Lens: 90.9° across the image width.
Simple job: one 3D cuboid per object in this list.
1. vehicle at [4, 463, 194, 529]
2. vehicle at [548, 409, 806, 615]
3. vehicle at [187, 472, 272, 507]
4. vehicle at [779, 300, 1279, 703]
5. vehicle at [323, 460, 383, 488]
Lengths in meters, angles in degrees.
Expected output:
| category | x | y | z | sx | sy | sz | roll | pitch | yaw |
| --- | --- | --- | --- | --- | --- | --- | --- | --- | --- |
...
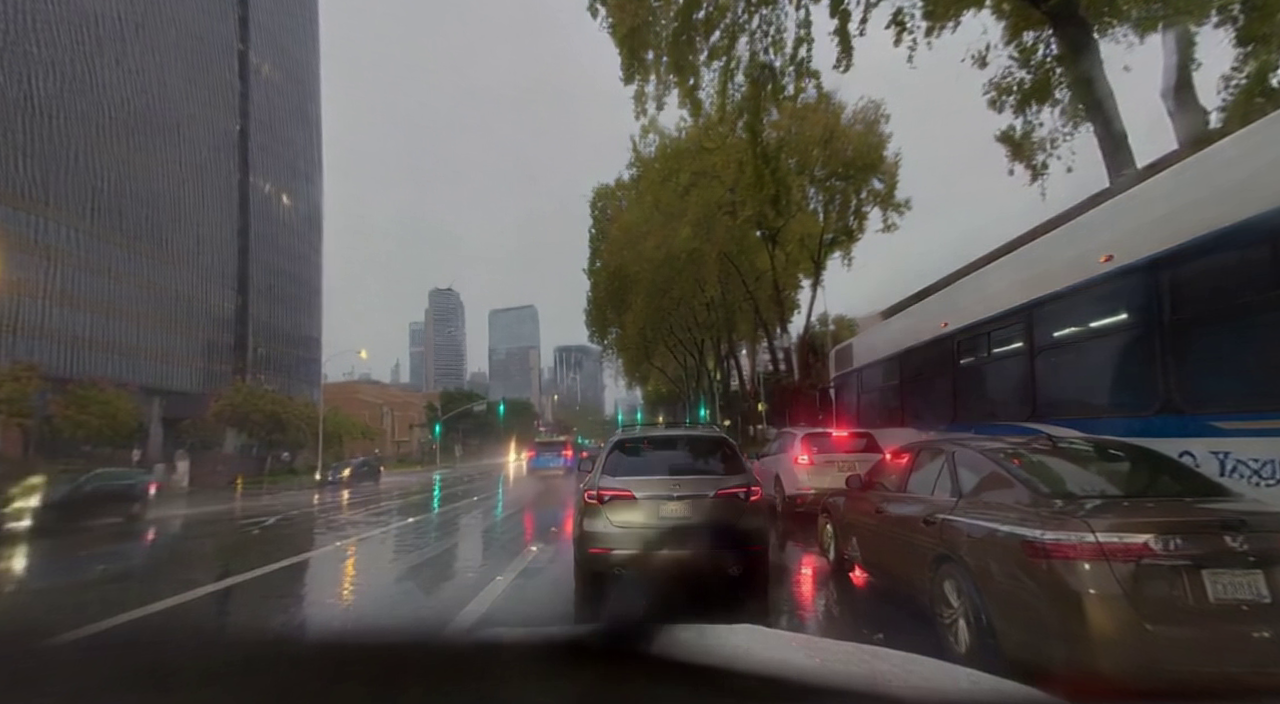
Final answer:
| category | x | y | z | sx | sy | sz | roll | pitch | yaw |
| --- | --- | --- | --- | --- | --- | --- | --- | --- | --- |
| vehicle | -16.298 | 4.315 | 19.369 | 2.105 | 1.676 | 4.099 | 0 | -9 | 1 |
| vehicle | 0.234 | 1.540 | 6.869 | 2.045 | 1.608 | 3.573 | 0 | -9 | -2 |
| vehicle | -22.648 | 7.570 | 35.006 | 1.854 | 1.419 | 4.318 | -7 | -8 | 0 |
| vehicle | 2.741 | 1.062 | 4.918 | 2.117 | 1.855 | 4.794 | 0 | -9 | -1 |
| vehicle | -19.331 | 8.209 | 42.689 | 2.068 | 1.729 | 4.135 | 0 | -9 | 0 |
